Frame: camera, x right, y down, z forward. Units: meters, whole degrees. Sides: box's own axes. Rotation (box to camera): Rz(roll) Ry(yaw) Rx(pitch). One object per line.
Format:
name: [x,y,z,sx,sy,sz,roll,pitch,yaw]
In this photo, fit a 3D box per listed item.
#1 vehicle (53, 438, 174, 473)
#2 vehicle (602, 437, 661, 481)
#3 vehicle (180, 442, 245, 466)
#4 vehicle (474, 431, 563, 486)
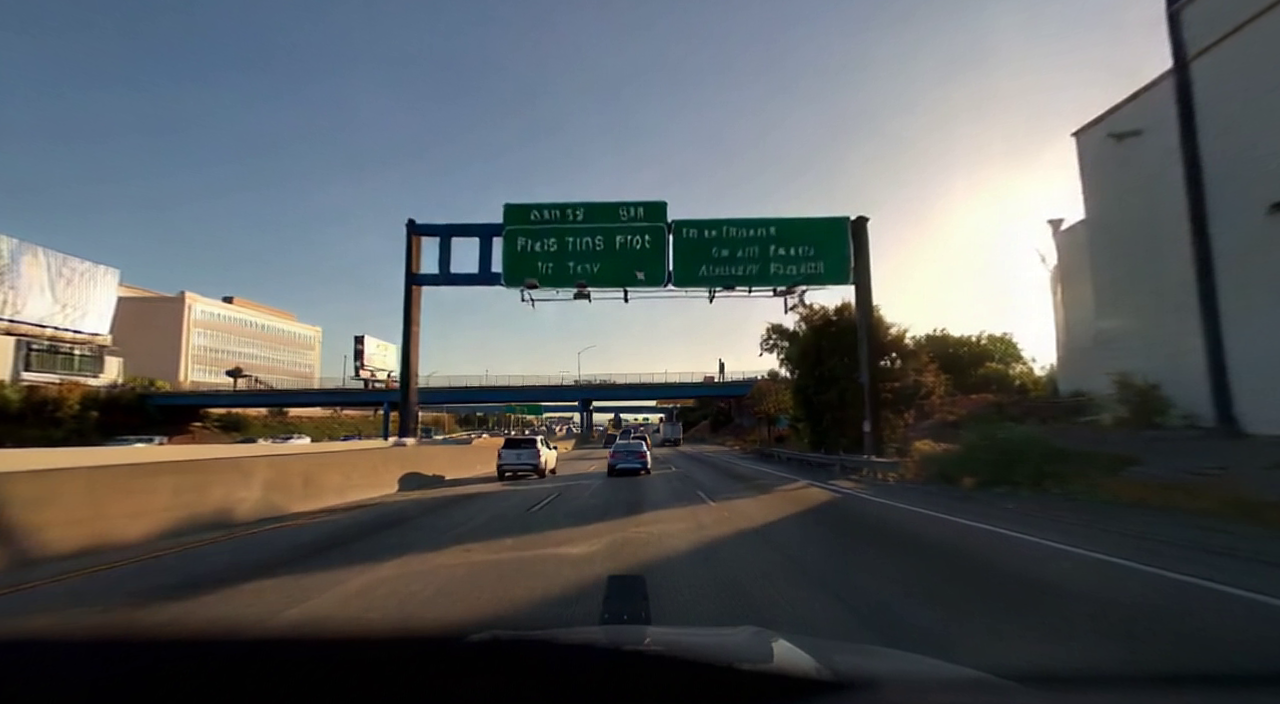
vehicle: [-35.778,7.034,43.219,2.380,2.226,6.610,-1,-8,3]
vehicle: [-0.284,3.676,22.017,1.877,1.386,3.872,0,-8,0]
vehicle: [-31.836,7.608,47.123,2.033,1.678,4.024,0,-8,0]
vehicle: [-3.855,3.463,20.838,2.064,1.589,4.213,0,-8,1]
